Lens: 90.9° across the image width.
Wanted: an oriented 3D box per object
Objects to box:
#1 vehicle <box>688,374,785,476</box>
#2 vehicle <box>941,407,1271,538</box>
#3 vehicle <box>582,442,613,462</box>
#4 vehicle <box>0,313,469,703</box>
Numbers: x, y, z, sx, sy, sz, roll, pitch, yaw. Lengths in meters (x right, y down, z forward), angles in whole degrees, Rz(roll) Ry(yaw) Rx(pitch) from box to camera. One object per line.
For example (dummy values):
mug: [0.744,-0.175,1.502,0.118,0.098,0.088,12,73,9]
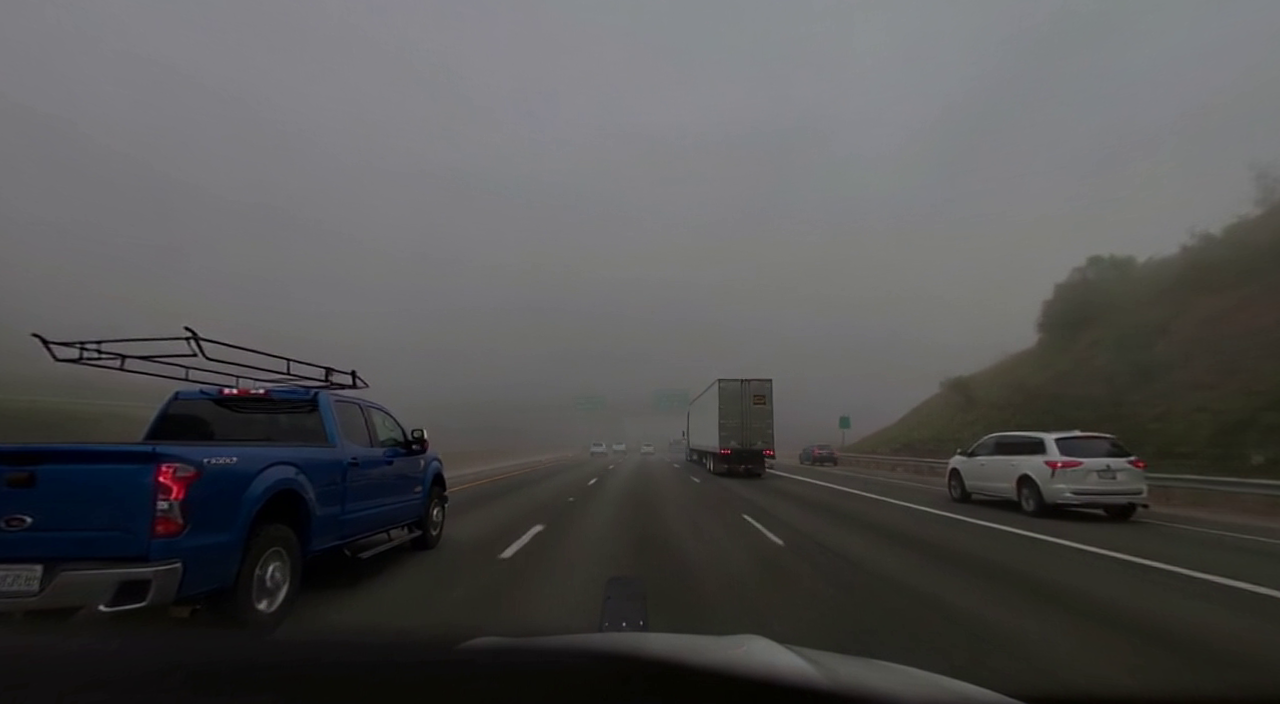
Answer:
vehicle: [4.361,3.851,31.744,2.885,4.036,12.891,0,-8,0]
vehicle: [7.264,1.926,10.675,1.999,1.700,4.640,0,-8,0]
vehicle: [-3.216,7.634,48.325,2.077,1.446,4.106,0,-8,1]
vehicle: [-3.870,1.277,6.241,2.599,2.054,6.288,0,-8,0]
